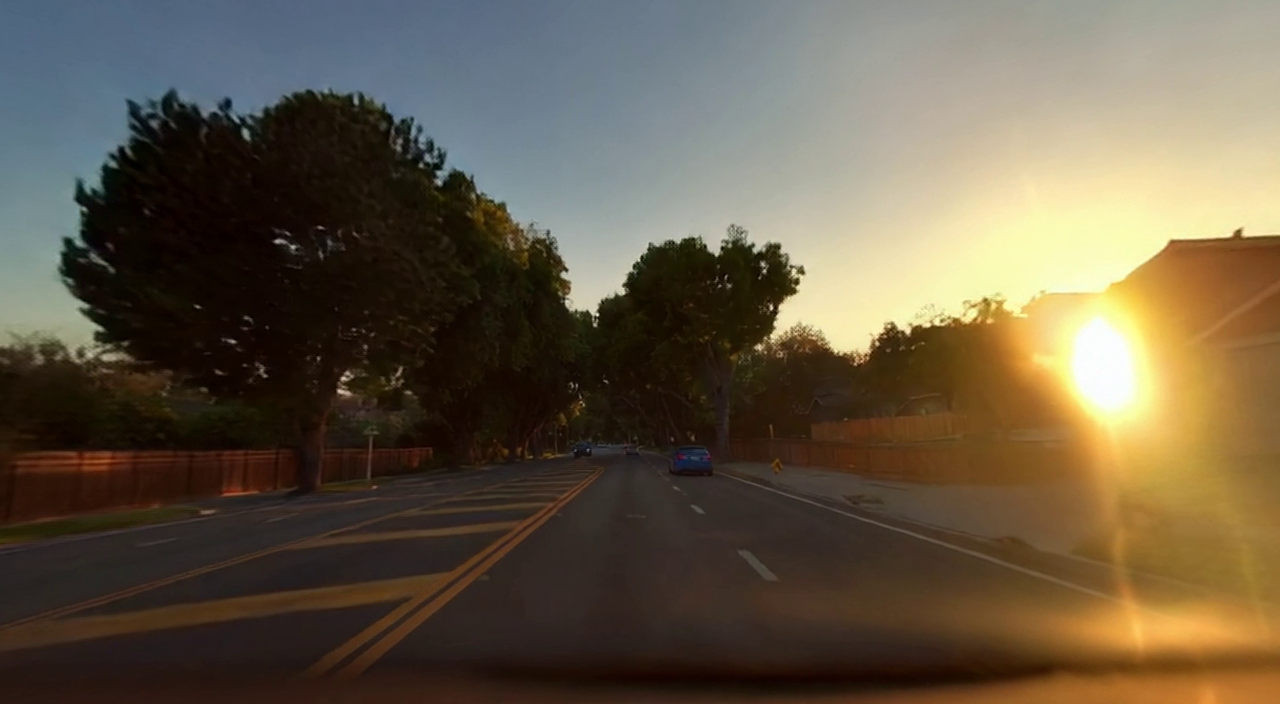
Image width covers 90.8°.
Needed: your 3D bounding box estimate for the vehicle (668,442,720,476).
[{"bbox_3d":[2.464,5.000,29.814,1.991,1.476,4.153,0,-9,-1],"label":"vehicle"}]
